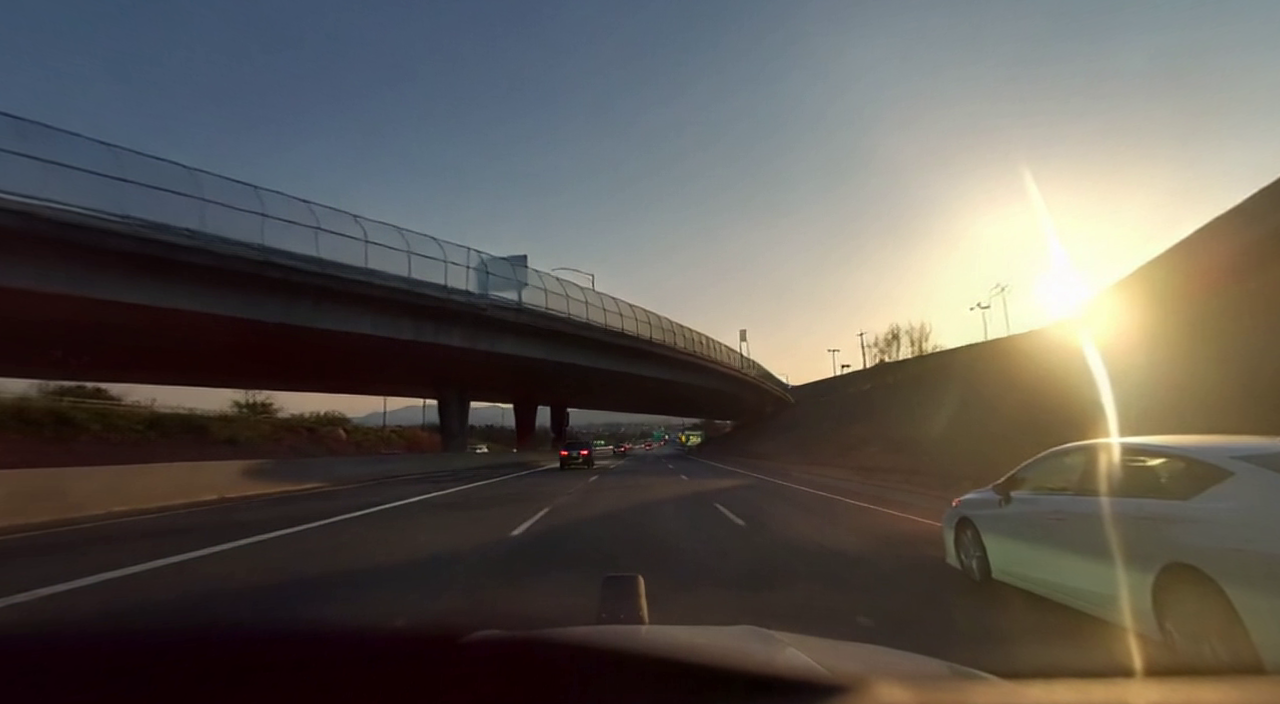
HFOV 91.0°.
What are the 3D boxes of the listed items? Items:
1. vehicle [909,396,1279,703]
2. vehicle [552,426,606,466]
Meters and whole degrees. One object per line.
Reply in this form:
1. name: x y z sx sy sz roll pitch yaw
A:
1. vehicle: 3.677 1.134 3.735 2.047 1.532 4.884 0 -9 1
2. vehicle: -3.583 5.761 38.481 2.496 2.203 6.317 0 -9 1
